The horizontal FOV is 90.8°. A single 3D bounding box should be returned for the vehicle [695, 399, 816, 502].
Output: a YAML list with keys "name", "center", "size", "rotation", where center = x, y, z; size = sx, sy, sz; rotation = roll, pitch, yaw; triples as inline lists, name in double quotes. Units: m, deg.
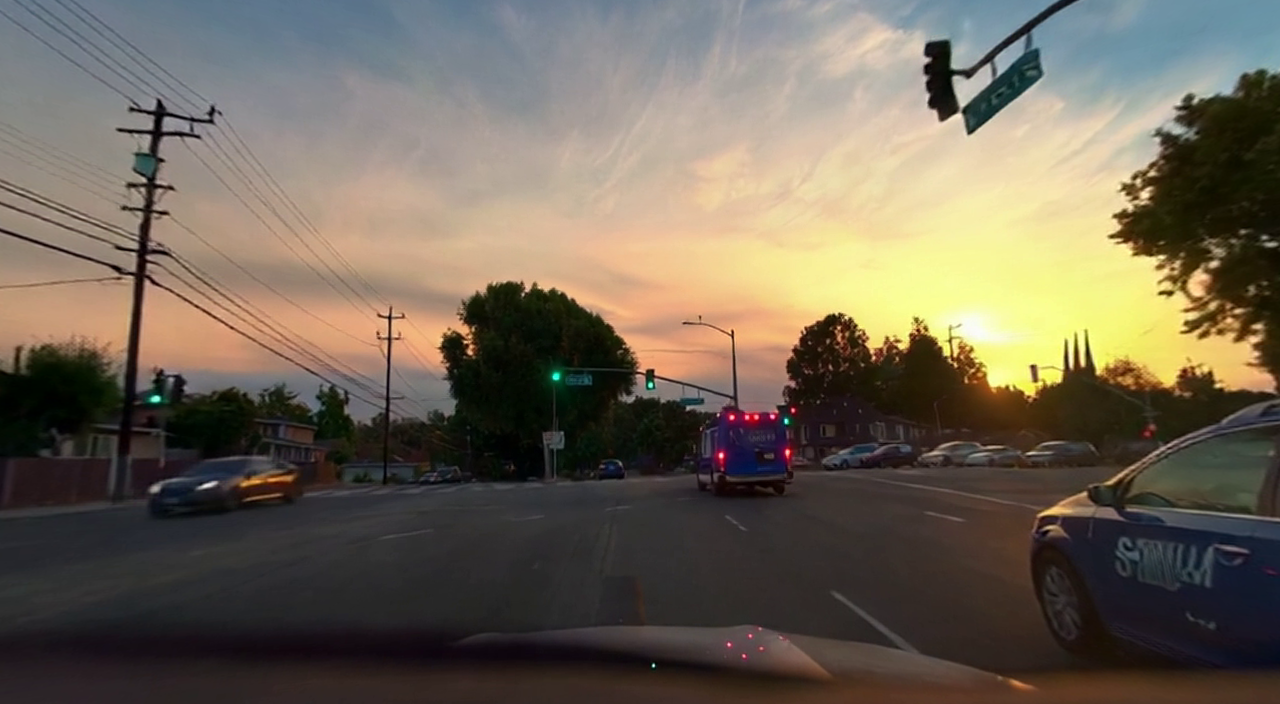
- name: "vehicle"
  center: [3.289, 3.016, 19.475]
  size: [2.406, 2.687, 5.521]
  rotation: [0, -9, -3]

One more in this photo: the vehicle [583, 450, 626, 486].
- name: "vehicle"
  center: [-1.946, 6.078, 33.430]
  size: [2.114, 1.707, 3.725]
  rotation: [0, -9, -5]

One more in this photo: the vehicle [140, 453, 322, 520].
- name: "vehicle"
  center: [-10.641, 3.486, 16.960]
  size: [2.053, 1.474, 4.489]
  rotation: [0, -9, -3]

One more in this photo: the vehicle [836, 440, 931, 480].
- name: "vehicle"
  center: [11.394, 4.969, 29.419]
  size: [4.897, 1.675, 2.032]
  rotation: [7, -12, -42]

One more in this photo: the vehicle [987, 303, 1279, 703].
- name: "vehicle"
  center: [3.882, 0.741, 2.663]
  size: [2.194, 1.922, 4.822]
  rotation: [-1, -9, 2]

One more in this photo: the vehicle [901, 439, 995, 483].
- name: "vehicle"
  center: [12.350, 4.315, 25.243]
  size: [3.936, 1.594, 1.860]
  rotation: [7, -11, -41]
